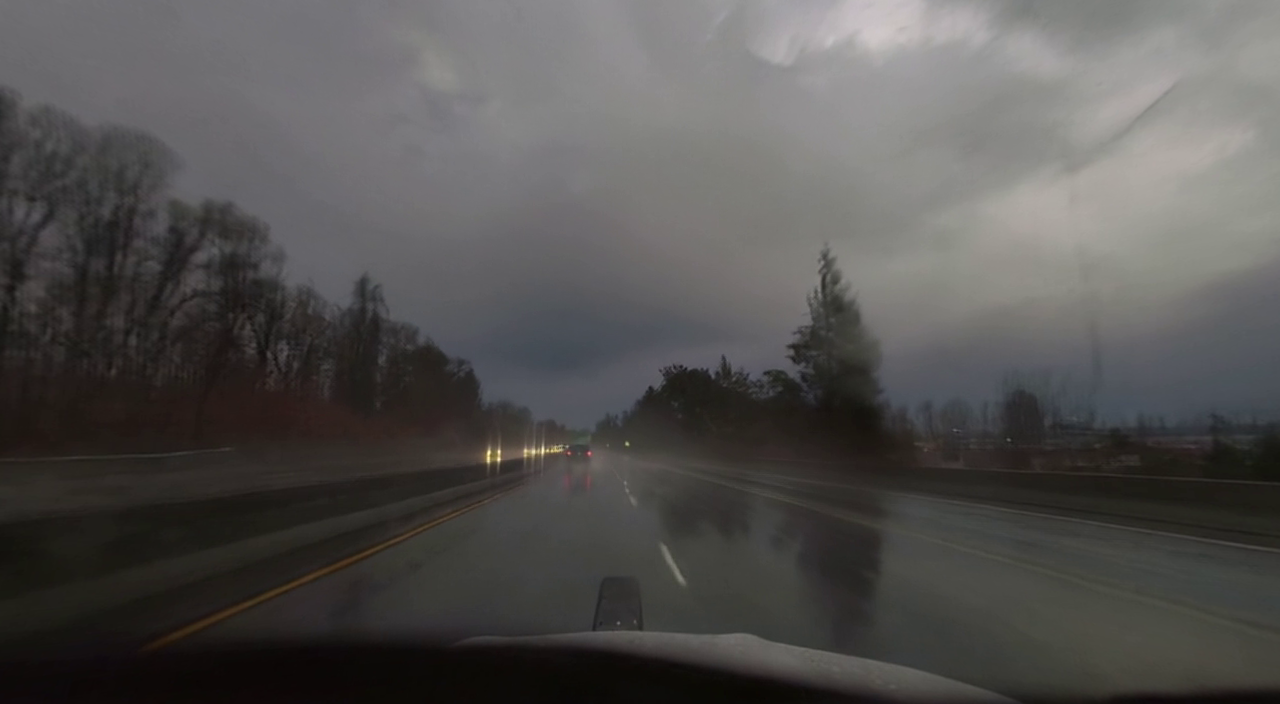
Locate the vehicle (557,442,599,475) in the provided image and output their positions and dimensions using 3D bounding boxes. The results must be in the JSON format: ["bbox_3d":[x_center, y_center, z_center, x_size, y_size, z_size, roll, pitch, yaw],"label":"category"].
[{"bbox_3d":[-3.358,5.833,34.643,2.151,1.693,4.201,0,-9,-4],"label":"vehicle"}]
